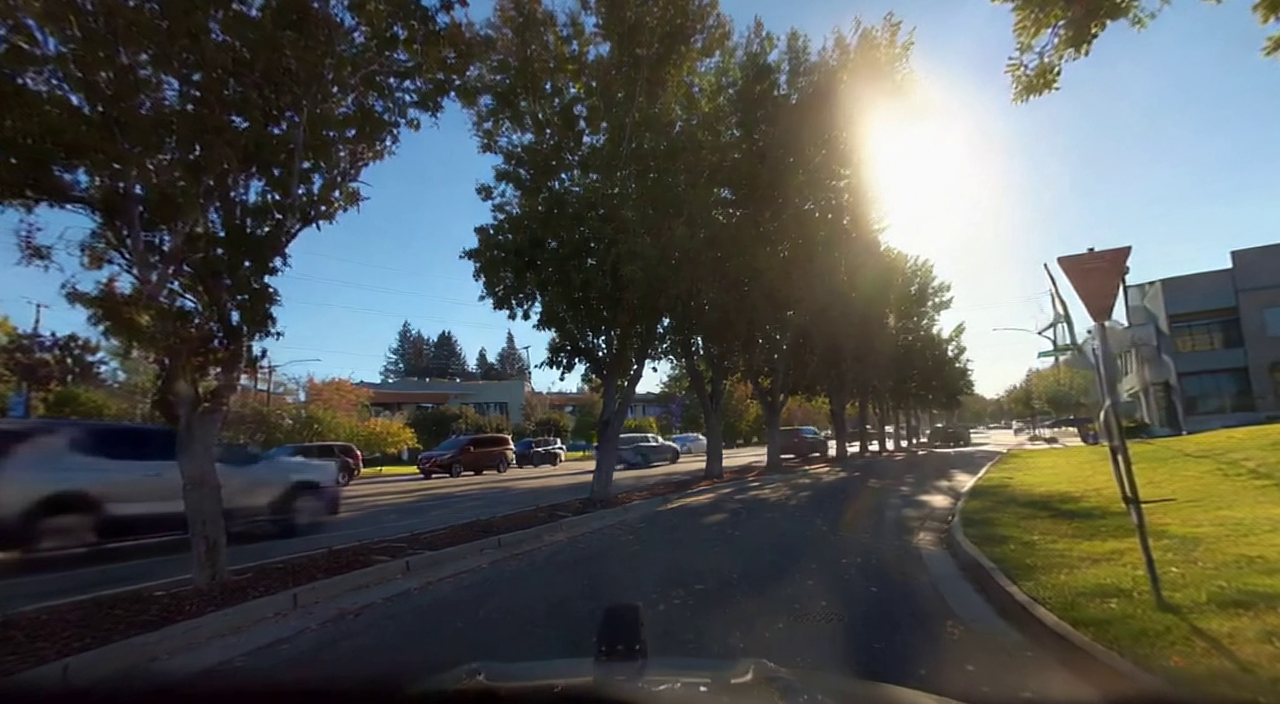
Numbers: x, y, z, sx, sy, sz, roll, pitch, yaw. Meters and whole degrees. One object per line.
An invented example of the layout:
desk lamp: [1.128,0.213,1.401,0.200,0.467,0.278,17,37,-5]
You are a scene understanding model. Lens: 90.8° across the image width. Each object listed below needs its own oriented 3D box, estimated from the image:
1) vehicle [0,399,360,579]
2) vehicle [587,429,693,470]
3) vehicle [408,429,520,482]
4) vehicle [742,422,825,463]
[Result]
vehicle: [-6.830,1.719,8.796,4.748,1.936,2.517,5,-10,-45]
vehicle: [0.104,4.399,28.593,2.183,1.651,4.928,-8,-11,38]
vehicle: [-8.633,5.042,31.393,2.134,1.924,4.911,-6,-4,41]
vehicle: [7.478,4.621,32.496,1.954,1.639,5.229,-9,-8,38]
